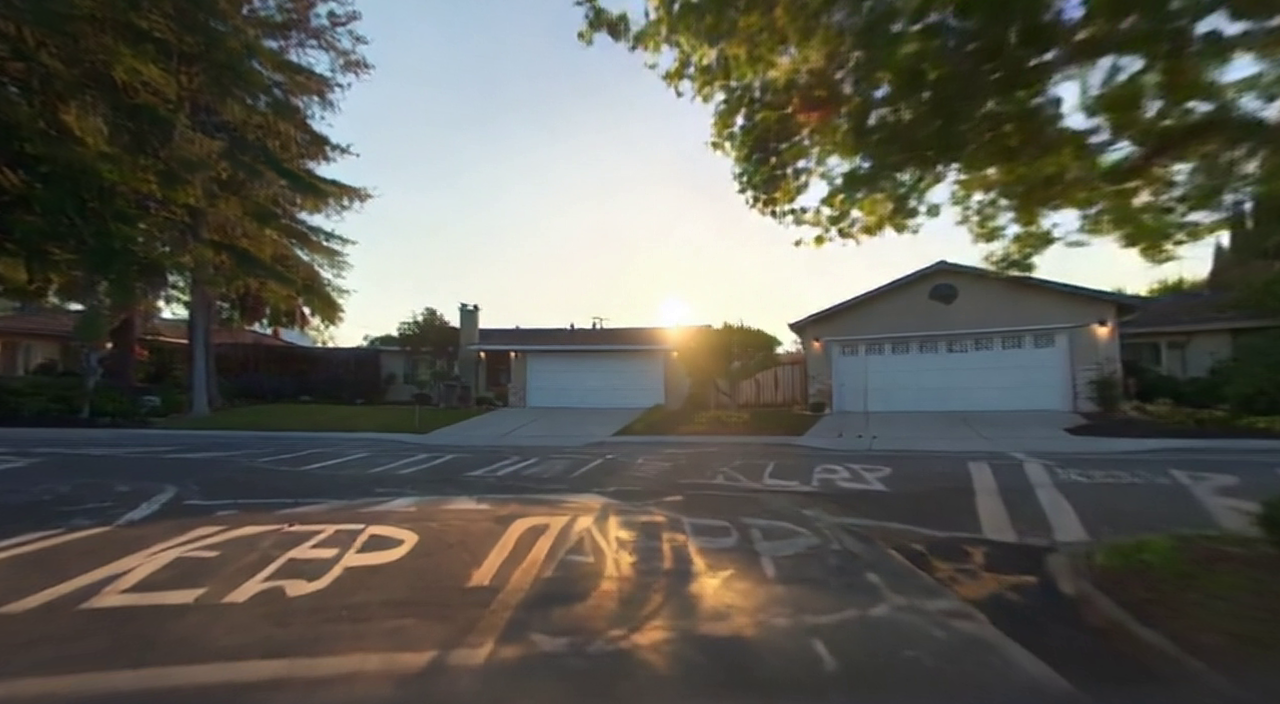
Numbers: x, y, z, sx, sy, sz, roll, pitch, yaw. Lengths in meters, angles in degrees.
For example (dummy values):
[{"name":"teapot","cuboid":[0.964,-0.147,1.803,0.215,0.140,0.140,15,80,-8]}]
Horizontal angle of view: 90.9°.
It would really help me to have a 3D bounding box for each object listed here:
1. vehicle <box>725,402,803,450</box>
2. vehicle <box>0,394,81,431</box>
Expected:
[{"name":"vehicle","cuboid":[4.119,2.623,21.720,1.860,1.477,4.629,0,-8,1]},{"name":"vehicle","cuboid":[-30.570,3.042,30.997,2.019,1.697,4.310,0,-7,3]}]
